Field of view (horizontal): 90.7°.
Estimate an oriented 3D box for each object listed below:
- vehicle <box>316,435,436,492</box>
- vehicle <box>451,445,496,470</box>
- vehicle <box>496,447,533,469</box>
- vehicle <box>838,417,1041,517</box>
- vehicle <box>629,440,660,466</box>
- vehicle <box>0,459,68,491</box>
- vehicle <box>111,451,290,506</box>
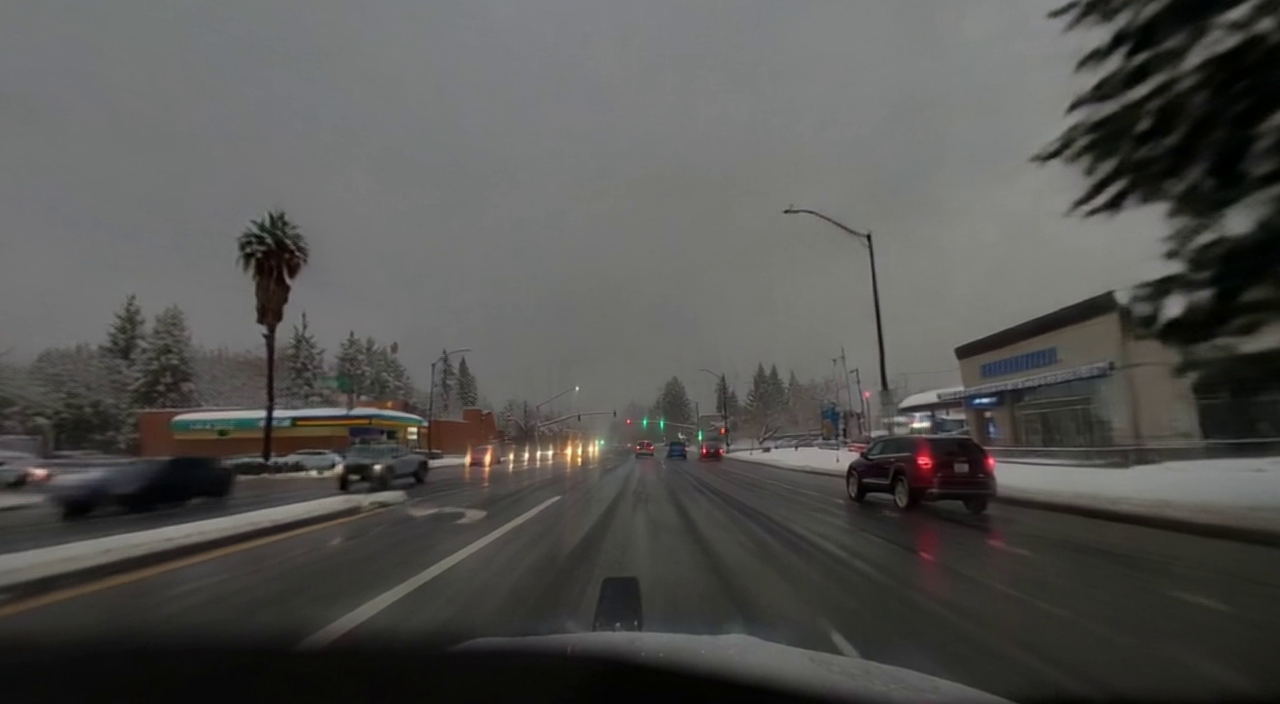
[{"bbox_3d":[-9.282,3.945,22.812,2.042,1.782,4.919,-1,-9,2],"label":"vehicle"},{"bbox_3d":[-12.197,7.733,46.589,2.082,1.720,4.316,-1,-8,1],"label":"vehicle"},{"bbox_3d":[-8.824,7.457,44.777,1.806,1.444,3.606,-1,-9,2],"label":"vehicle"},{"bbox_3d":[6.302,2.482,14.162,2.066,1.807,4.893,0,-9,-1],"label":"vehicle"},{"bbox_3d":[0.335,7.417,46.574,2.177,1.754,3.815,-1,-8,0],"label":"vehicle"},{"bbox_3d":[-32.592,6.276,32.291,4.623,1.572,2.097,0,-11,0],"label":"vehicle"},{"bbox_3d":[-13.917,3.996,20.541,2.098,1.478,4.928,-1,-8,3],"label":"vehicle"}]
